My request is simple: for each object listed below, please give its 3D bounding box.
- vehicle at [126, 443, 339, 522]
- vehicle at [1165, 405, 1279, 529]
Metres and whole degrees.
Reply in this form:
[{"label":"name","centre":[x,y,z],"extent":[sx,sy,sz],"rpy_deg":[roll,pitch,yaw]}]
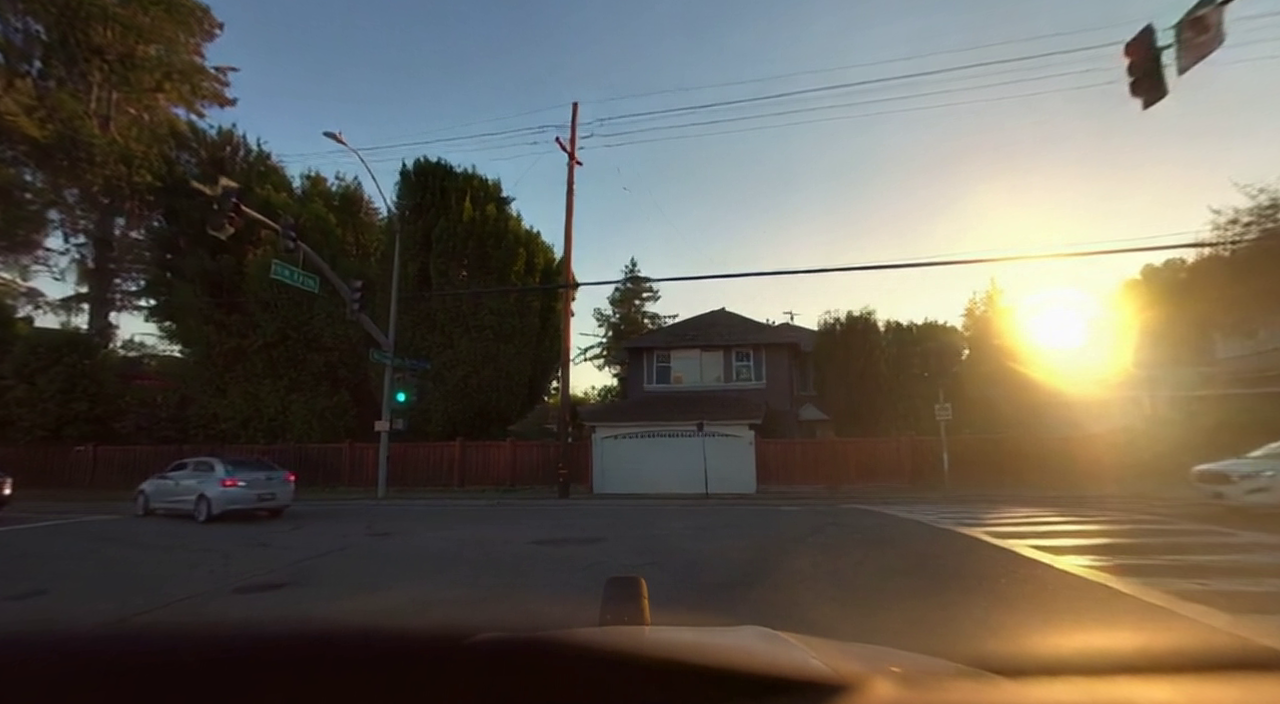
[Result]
[{"label":"vehicle","centre":[-9.243,2.833,14.269],"extent":[4.512,1.506,2.078],"rpy_deg":[-5,-9,29]},{"label":"vehicle","centre":[11.316,1.698,9.554],"extent":[4.600,1.722,2.074],"rpy_deg":[-2,-8,10]}]
